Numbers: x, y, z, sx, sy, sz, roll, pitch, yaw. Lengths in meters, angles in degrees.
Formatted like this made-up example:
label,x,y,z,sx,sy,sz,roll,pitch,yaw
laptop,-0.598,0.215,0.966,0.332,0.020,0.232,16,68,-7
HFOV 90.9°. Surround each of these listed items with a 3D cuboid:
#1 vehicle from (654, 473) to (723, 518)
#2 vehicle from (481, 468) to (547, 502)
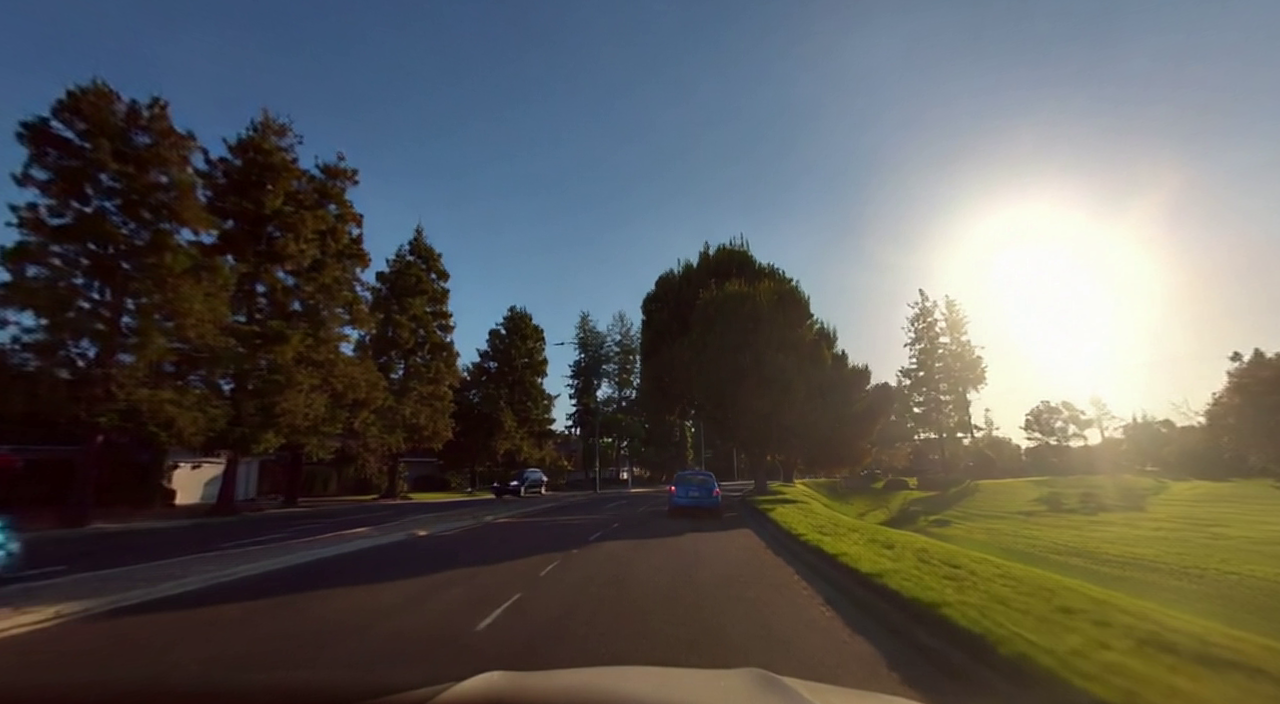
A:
label,x,y,z,sx,sy,sz,roll,pitch,yaw
vehicle,1.781,4.753,21.334,1.972,1.250,5.282,-1,-11,8
vehicle,-7.394,7.835,37.418,2.066,1.744,4.771,-5,-11,12
